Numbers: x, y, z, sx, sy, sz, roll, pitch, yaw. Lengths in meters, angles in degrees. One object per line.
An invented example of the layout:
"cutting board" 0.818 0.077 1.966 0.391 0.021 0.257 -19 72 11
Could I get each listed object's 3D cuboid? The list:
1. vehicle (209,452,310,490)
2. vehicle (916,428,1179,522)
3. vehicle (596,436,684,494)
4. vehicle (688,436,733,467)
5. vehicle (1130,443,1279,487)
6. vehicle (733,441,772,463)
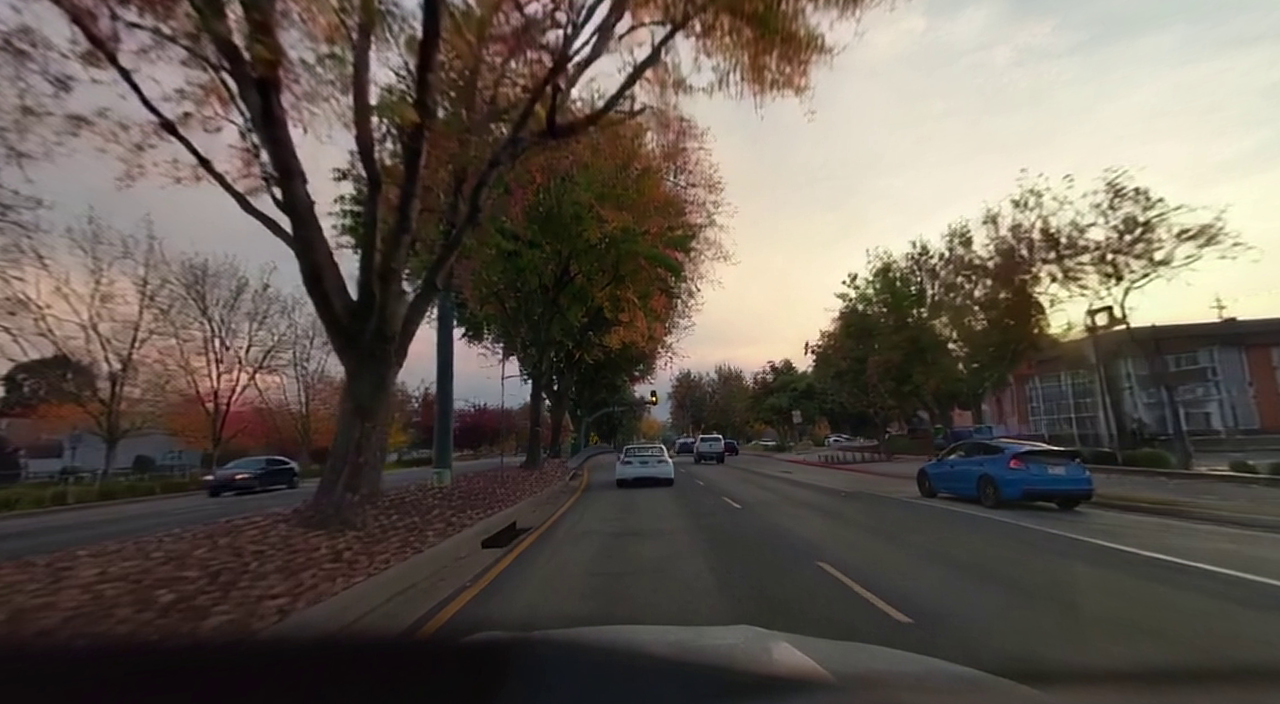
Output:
"vehicle" -20.022 6.258 33.571 2.277 1.777 4.993 0 -9 0
"vehicle" 7.642 2.344 12.606 2.111 1.493 4.639 0 -9 -1
"vehicle" -0.008 3.282 18.705 2.289 1.471 4.477 0 -9 0
"vehicle" 4.138 5.930 37.816 2.188 1.760 4.297 0 -9 -1
"vehicle" 21.105 4.084 23.203 2.307 1.446 4.863 0 -9 -1
"vehicle" 7.947 7.116 45.042 2.061 1.460 3.948 0 -9 0
